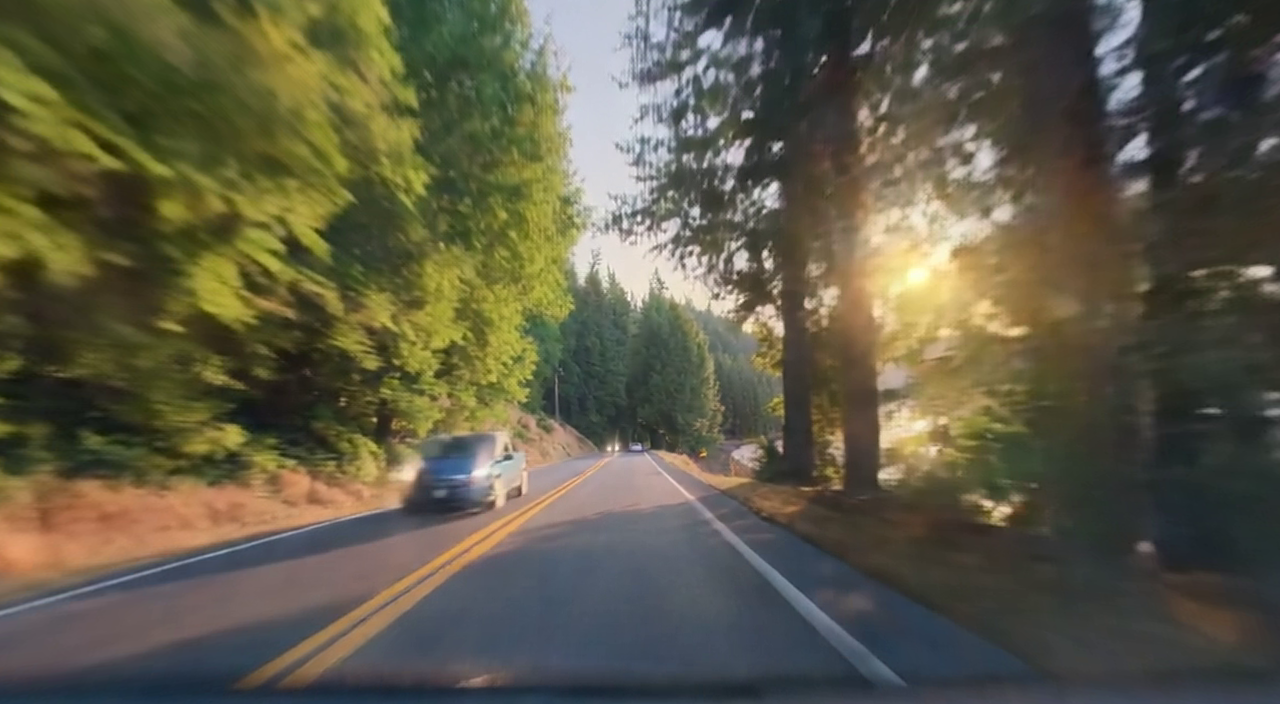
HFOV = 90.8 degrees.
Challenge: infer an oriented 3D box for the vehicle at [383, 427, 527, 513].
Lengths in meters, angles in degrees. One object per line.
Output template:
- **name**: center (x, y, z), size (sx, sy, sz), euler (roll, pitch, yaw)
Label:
- **vehicle**: center (-4.376, 2.876, 15.876), size (2.228, 1.834, 4.621), euler (0, -9, 0)
